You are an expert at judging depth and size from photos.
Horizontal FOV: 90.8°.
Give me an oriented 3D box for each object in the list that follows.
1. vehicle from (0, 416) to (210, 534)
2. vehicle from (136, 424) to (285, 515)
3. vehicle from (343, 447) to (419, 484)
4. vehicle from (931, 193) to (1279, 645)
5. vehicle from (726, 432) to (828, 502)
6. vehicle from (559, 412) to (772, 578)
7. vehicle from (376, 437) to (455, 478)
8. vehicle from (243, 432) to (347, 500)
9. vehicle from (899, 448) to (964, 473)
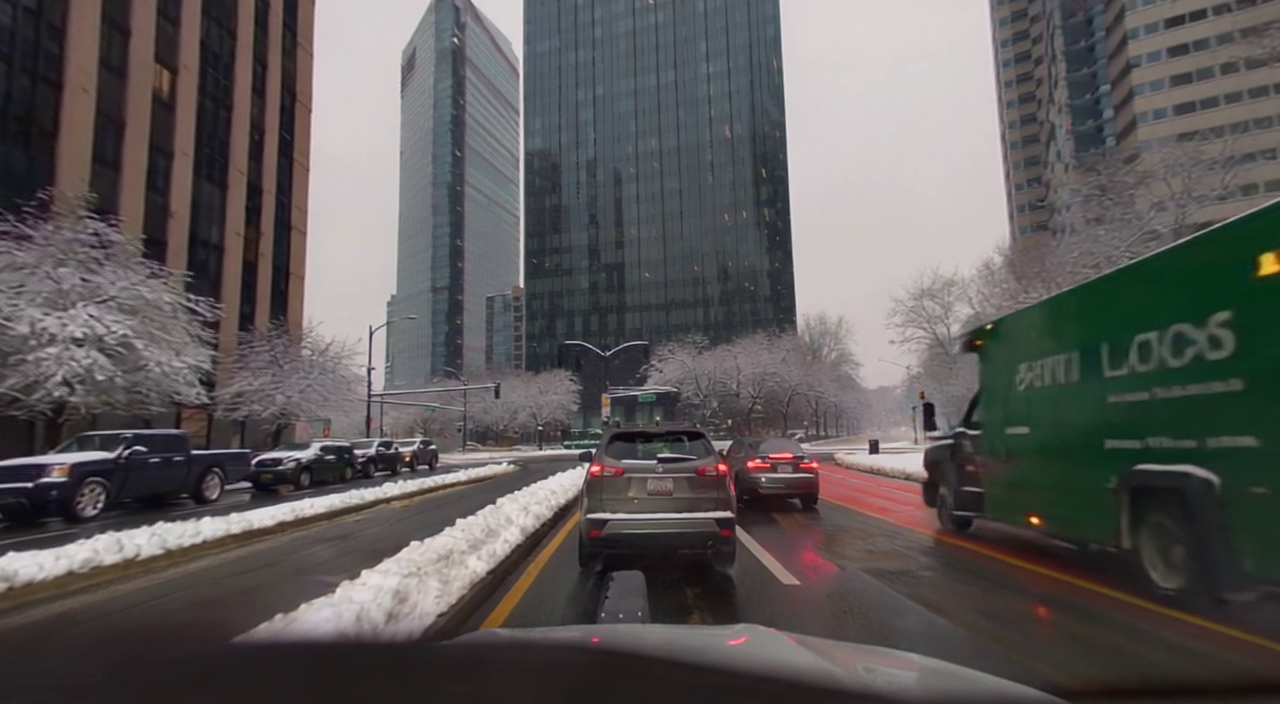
[{"bbox_3d":[-10.325,2.310,12.331,1.543,1.946,3.454,1,-9,-5],"label":"vehicle"},{"bbox_3d":[-10.659,2.904,15.983,1.482,2.019,3.297,0,-9,-3],"label":"vehicle"},{"bbox_3d":[-11.226,4.934,27.726,1.791,1.463,4.210,0,-9,-4],"label":"vehicle"},{"bbox_3d":[6.136,0.756,6.331,3.113,3.116,7.650,-1,-8,3],"label":"vehicle"},{"bbox_3d":[3.872,3.332,18.754,2.143,1.793,4.763,0,-8,3],"label":"vehicle"},{"bbox_3d":[0.328,1.792,8.690,2.192,1.695,4.142,0,-8,2],"label":"vehicle"},{"bbox_3d":[-11.634,5.504,33.248,2.338,1.963,5.740,0,-9,-3],"label":"vehicle"},{"bbox_3d":[-10.952,3.602,20.342,1.559,1.973,3.419,1,-9,-4],"label":"vehicle"},{"bbox_3d":[22.460,8.316,48.720,4.211,1.820,2.094,-6,-10,33],"label":"vehicle"}]
